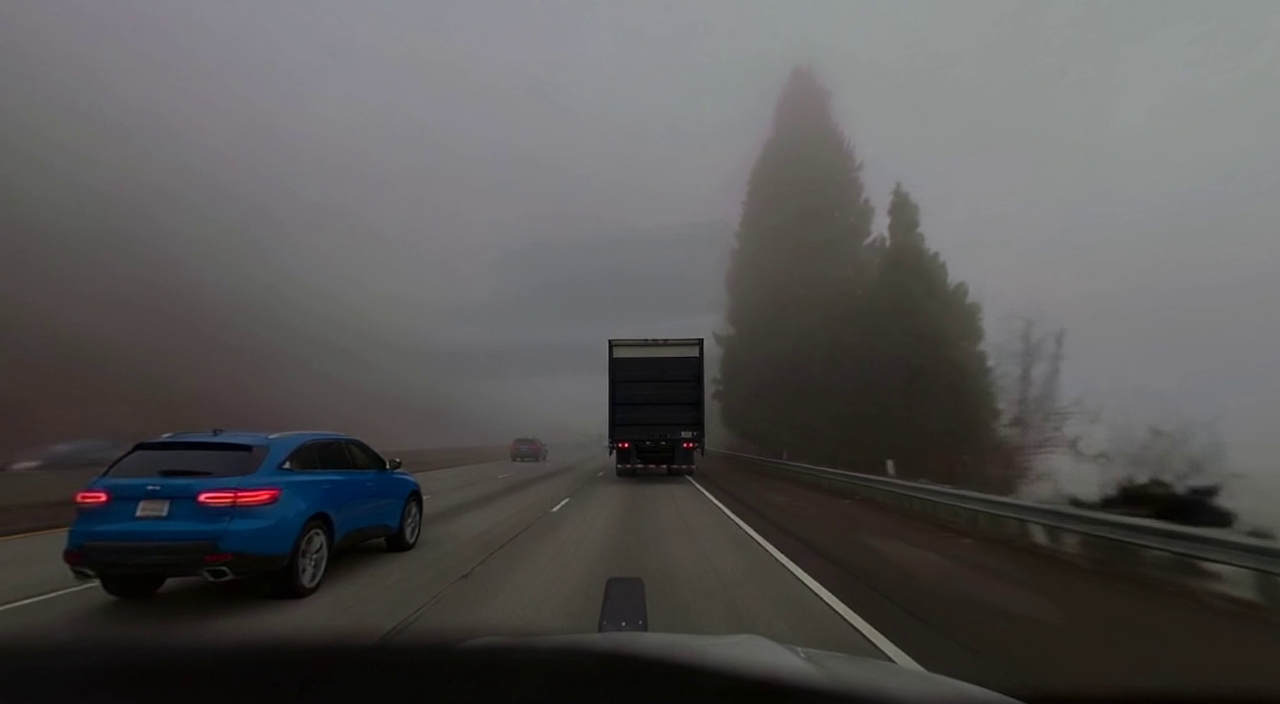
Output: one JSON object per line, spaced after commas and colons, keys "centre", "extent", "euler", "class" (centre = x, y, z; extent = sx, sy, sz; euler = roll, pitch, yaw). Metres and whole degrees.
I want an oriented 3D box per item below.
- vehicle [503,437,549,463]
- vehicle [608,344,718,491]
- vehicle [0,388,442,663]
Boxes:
{"centre": [-6.854, 5.945, 38.361], "extent": [1.882, 1.451, 4.416], "euler": [0, -8, 1], "class": "vehicle"}
{"centre": [0.639, 2.482, 21.872], "extent": [2.870, 3.841, 10.653], "euler": [0, -8, 0], "class": "vehicle"}
{"centre": [-3.653, 1.371, 6.051], "extent": [2.077, 1.671, 4.249], "euler": [0, -8, 0], "class": "vehicle"}
